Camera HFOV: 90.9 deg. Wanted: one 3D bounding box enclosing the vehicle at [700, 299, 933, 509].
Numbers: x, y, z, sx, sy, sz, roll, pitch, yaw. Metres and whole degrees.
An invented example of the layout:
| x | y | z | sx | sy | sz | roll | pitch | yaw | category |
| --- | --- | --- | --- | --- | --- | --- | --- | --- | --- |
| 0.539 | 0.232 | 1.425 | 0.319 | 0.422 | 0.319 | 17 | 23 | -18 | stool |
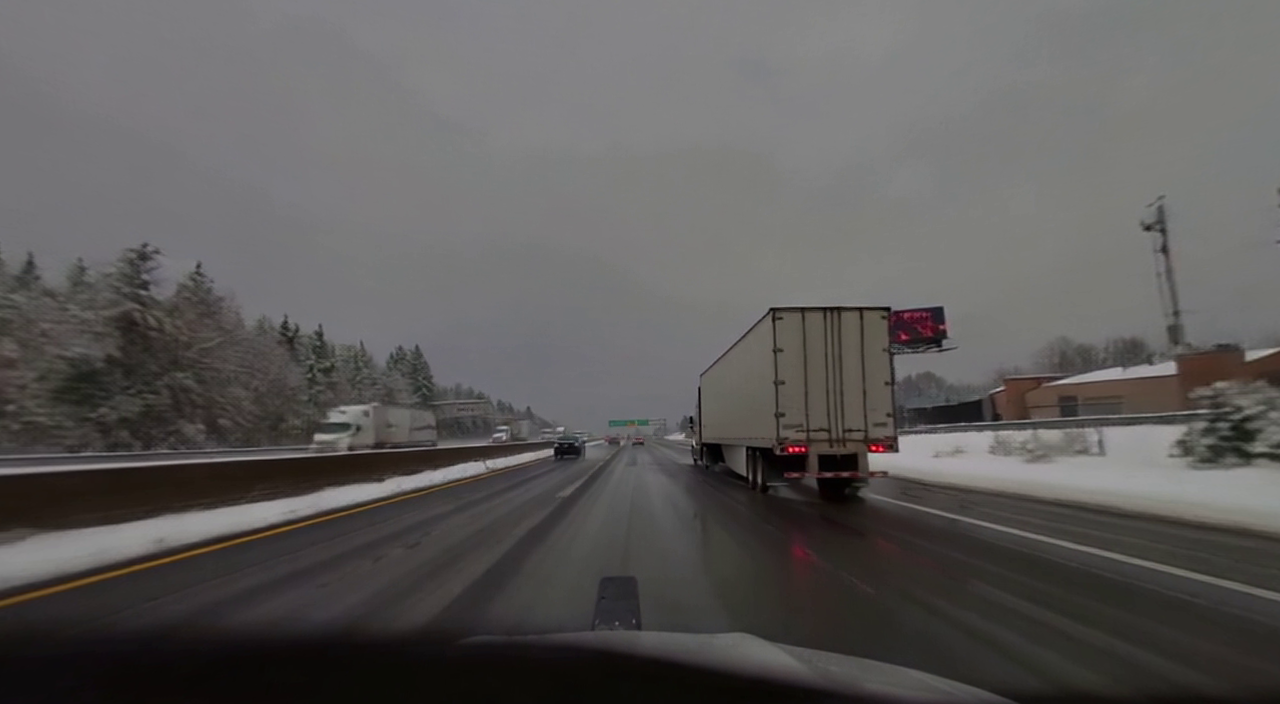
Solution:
| x | y | z | sx | sy | sz | roll | pitch | yaw | category |
| --- | --- | --- | --- | --- | --- | --- | --- | --- | --- |
| 3.705 | 1.651 | 17.081 | 2.871 | 3.815 | 11.331 | 0 | -8 | -1 | vehicle |

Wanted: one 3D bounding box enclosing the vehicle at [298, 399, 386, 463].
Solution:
| x | y | z | sx | sy | sz | roll | pitch | yaw | category |
| --- | --- | --- | --- | --- | --- | --- | --- | --- | --- |
| -20.226 | 5.440 | 43.203 | 2.922 | 4.023 | 6.171 | 0 | -8 | 0 | vehicle |

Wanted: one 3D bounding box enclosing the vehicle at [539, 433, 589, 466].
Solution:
| x | y | z | sx | sy | sz | roll | pitch | yaw | category |
| --- | --- | --- | --- | --- | --- | --- | --- | --- | --- |
| -3.563 | 4.626 | 30.153 | 1.930 | 1.484 | 3.849 | 0 | -8 | -1 | vehicle |
